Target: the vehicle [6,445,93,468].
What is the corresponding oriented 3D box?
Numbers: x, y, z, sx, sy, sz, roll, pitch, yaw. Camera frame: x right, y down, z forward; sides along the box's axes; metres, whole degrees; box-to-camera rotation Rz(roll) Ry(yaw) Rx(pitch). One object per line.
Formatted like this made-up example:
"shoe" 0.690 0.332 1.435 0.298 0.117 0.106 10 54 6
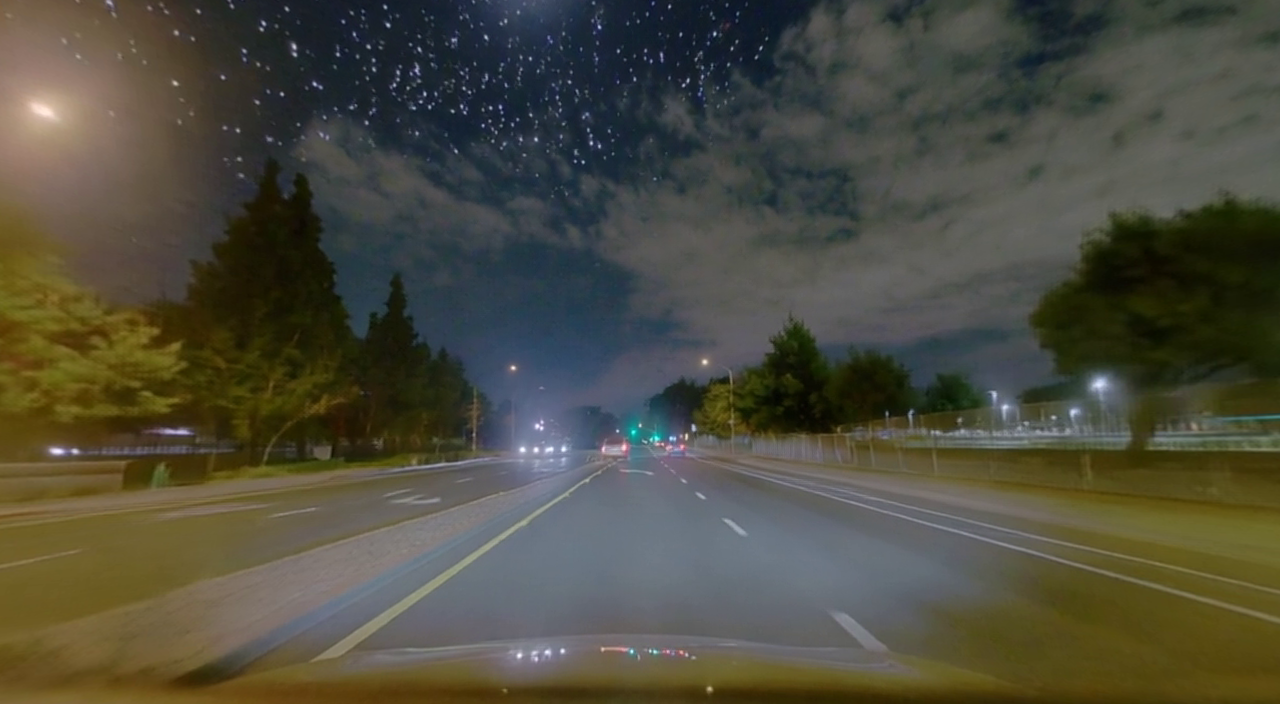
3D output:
"vehicle" -41.256 7.265 44.293 1.821 1.505 4.484 0 -8 -1
